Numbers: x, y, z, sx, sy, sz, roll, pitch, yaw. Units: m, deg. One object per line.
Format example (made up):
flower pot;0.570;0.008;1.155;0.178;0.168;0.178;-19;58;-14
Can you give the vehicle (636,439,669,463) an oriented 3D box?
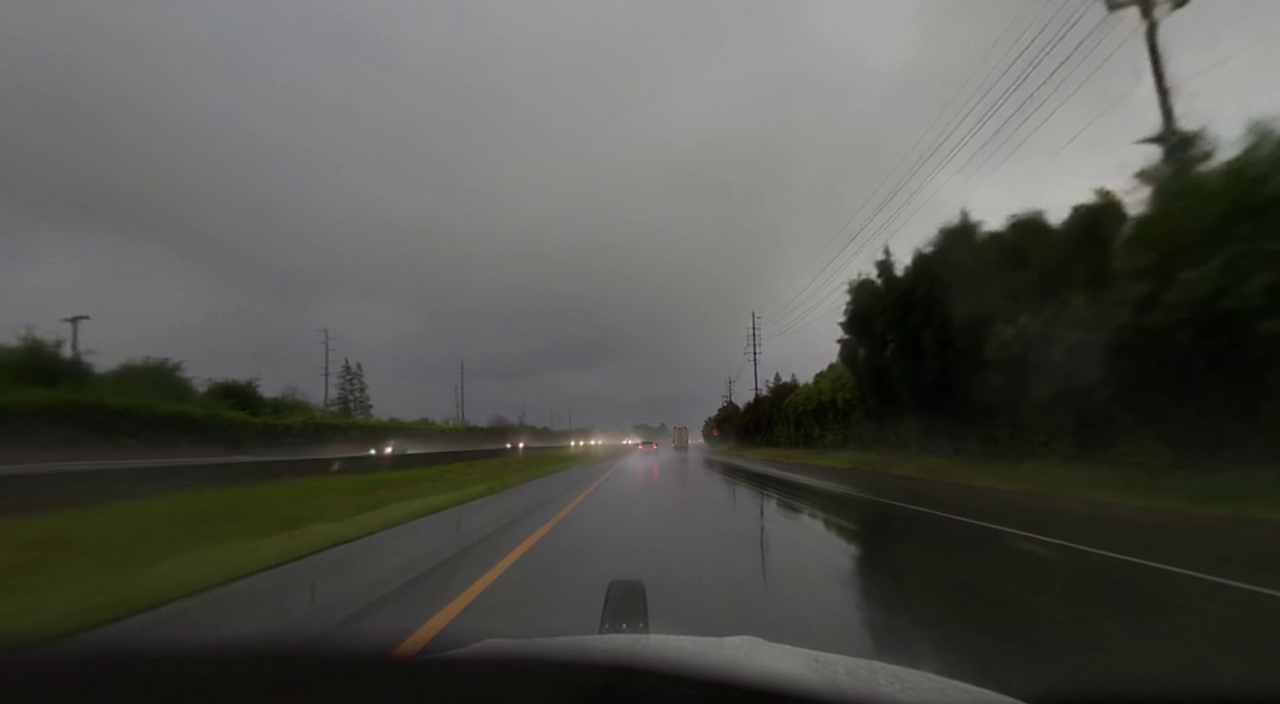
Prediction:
vehicle;0.891;6.917;44.023;2.192;1.556;4.132;-1;-8;1

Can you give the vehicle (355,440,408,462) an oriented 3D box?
vehicle;-20.322;7.800;49.772;2.087;1.611;4.808;-1;-8;1
